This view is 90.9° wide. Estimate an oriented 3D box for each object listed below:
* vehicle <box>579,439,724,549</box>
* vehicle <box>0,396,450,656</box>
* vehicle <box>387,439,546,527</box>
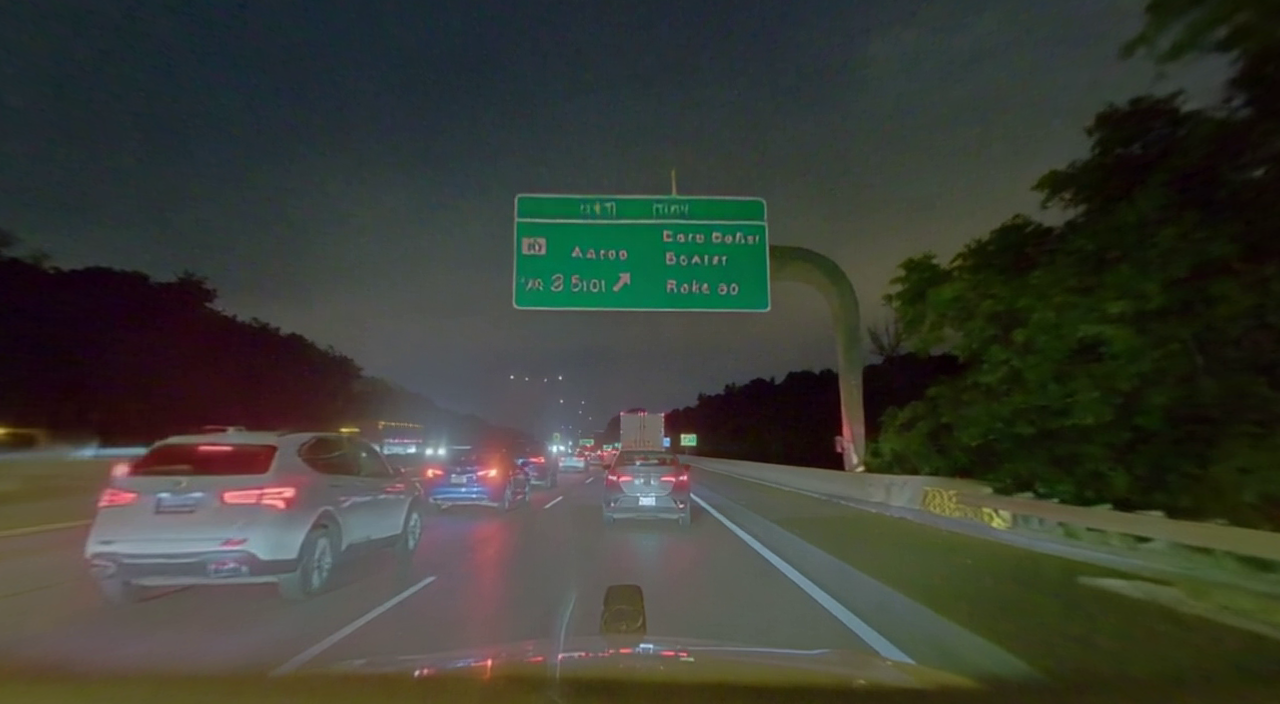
[{"bbox_3d":[0.161,2.229,10.448,1.995,1.495,3.380,0,-9,0],"label":"vehicle"},{"bbox_3d":[-3.642,1.443,6.237,2.165,1.638,4.317,0,-9,0],"label":"vehicle"},{"bbox_3d":[-3.308,2.602,13.049,1.980,1.491,4.340,0,-9,1],"label":"vehicle"}]
